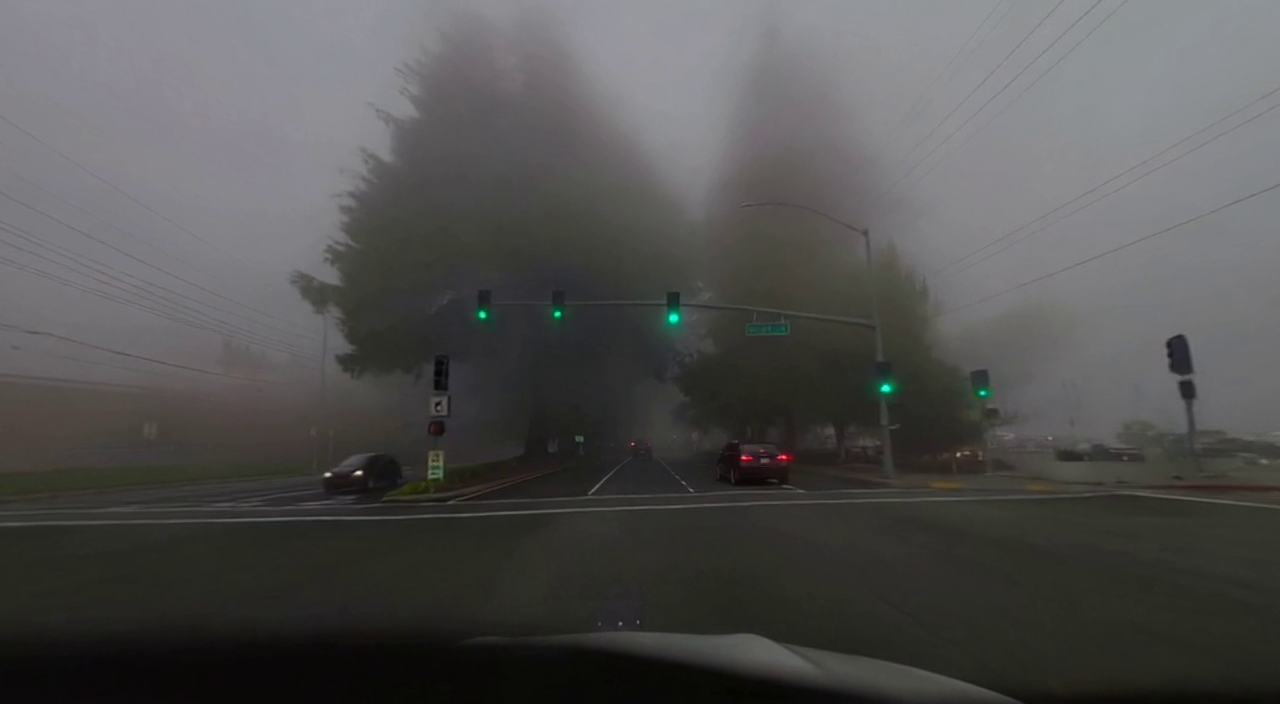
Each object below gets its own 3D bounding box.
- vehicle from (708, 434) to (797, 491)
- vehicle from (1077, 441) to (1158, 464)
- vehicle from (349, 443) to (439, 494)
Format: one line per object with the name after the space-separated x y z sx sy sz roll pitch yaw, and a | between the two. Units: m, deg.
3.635 3.667 21.294 2.128 1.699 4.222 0 -8 -1 | vehicle
34.610 7.292 45.825 4.236 1.632 1.892 0 -8 1 | vehicle
-9.197 4.341 24.016 1.816 1.478 4.404 -2 -6 -2 | vehicle
